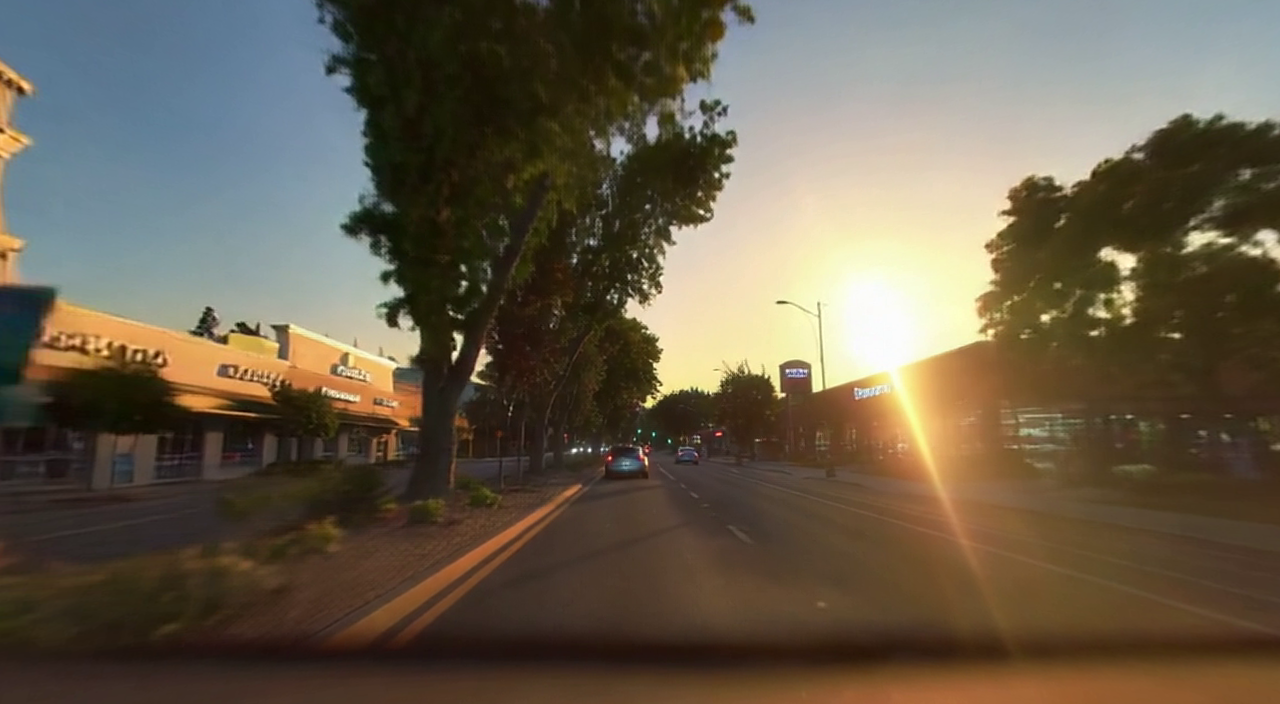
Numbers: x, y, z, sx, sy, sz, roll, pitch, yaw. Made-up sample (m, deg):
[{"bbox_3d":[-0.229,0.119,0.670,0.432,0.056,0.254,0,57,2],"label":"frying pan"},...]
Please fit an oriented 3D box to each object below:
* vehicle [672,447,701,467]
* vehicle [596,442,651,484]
[{"bbox_3d":[3.589,8.160,49.440,1.910,1.474,4.003,0,-9,-2],"label":"vehicle"},{"bbox_3d":[-0.612,4.357,25.037,2.006,1.487,3.535,0,-9,0],"label":"vehicle"}]
